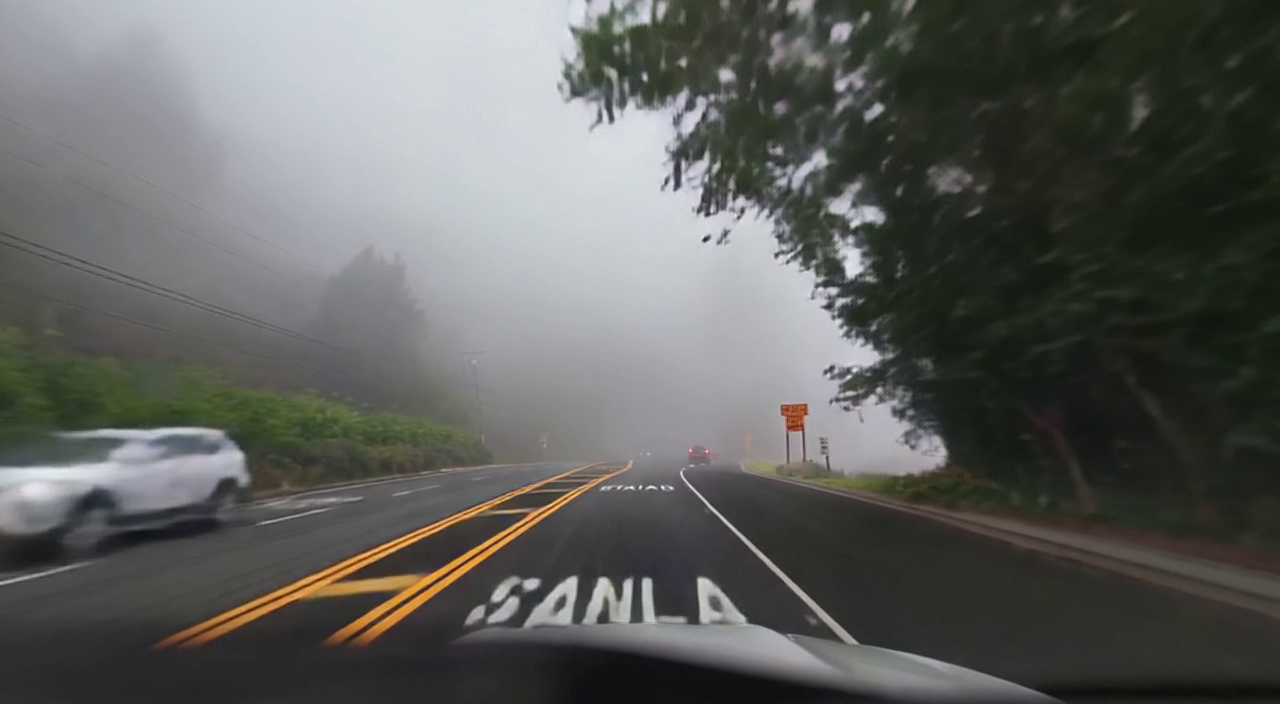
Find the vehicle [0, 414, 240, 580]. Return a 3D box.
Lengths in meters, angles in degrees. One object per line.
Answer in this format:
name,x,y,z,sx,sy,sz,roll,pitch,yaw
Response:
vehicle,-7.657,1.765,8.324,2.056,1.677,4.282,0,-9,-2
